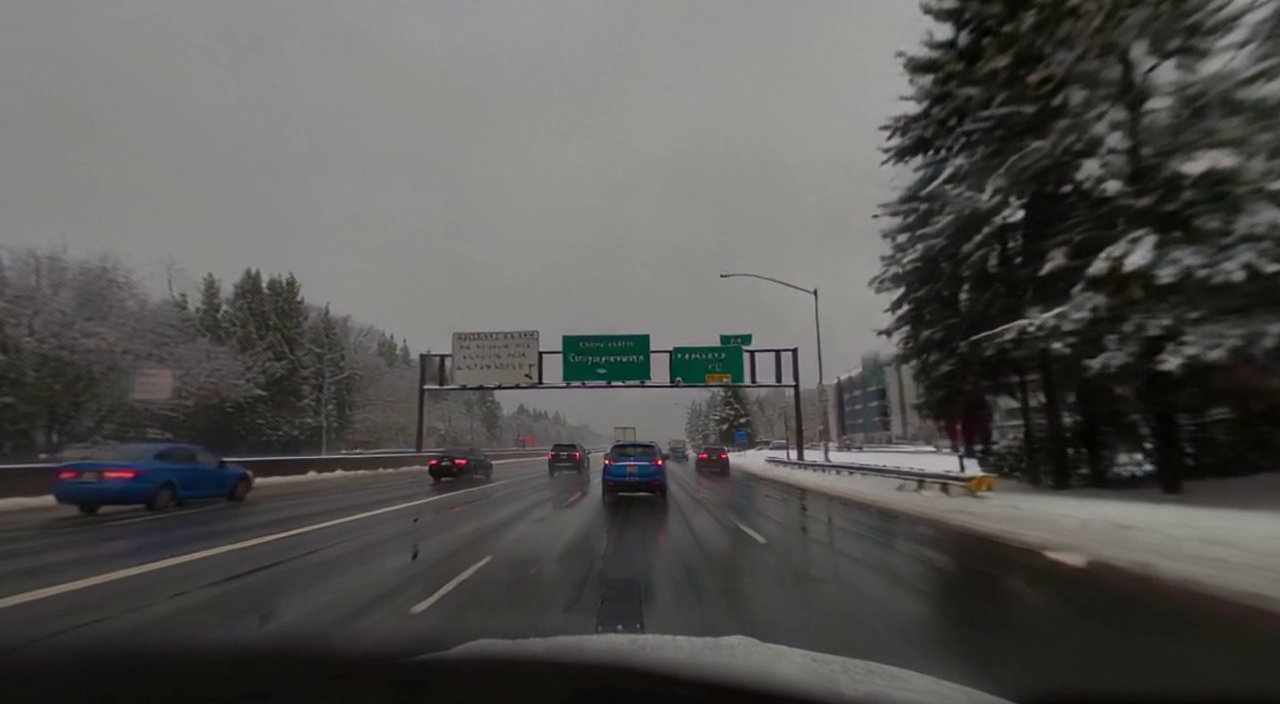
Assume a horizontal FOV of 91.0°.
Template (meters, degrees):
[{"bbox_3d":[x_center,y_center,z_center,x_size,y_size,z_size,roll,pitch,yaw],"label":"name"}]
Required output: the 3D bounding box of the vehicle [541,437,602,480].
[{"bbox_3d":[-2.980,4.757,28.328,2.111,1.742,4.315,0,-9,2],"label":"vehicle"}]

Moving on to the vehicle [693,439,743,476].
[{"bbox_3d":[4.098,5.625,33.736,2.193,1.778,4.488,0,-9,1],"label":"vehicle"}]

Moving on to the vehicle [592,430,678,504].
[{"bbox_3d":[-0.007,3.141,17.614,2.101,1.742,4.495,0,-9,3],"label":"vehicle"}]

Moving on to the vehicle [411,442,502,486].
[{"bbox_3d":[-7.060,4.351,24.799,2.057,1.496,4.661,0,-9,2],"label":"vehicle"}]

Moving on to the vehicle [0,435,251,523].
[{"bbox_3d":[-10.864,2.598,13.482,2.006,1.509,4.634,0,-9,1],"label":"vehicle"}]
